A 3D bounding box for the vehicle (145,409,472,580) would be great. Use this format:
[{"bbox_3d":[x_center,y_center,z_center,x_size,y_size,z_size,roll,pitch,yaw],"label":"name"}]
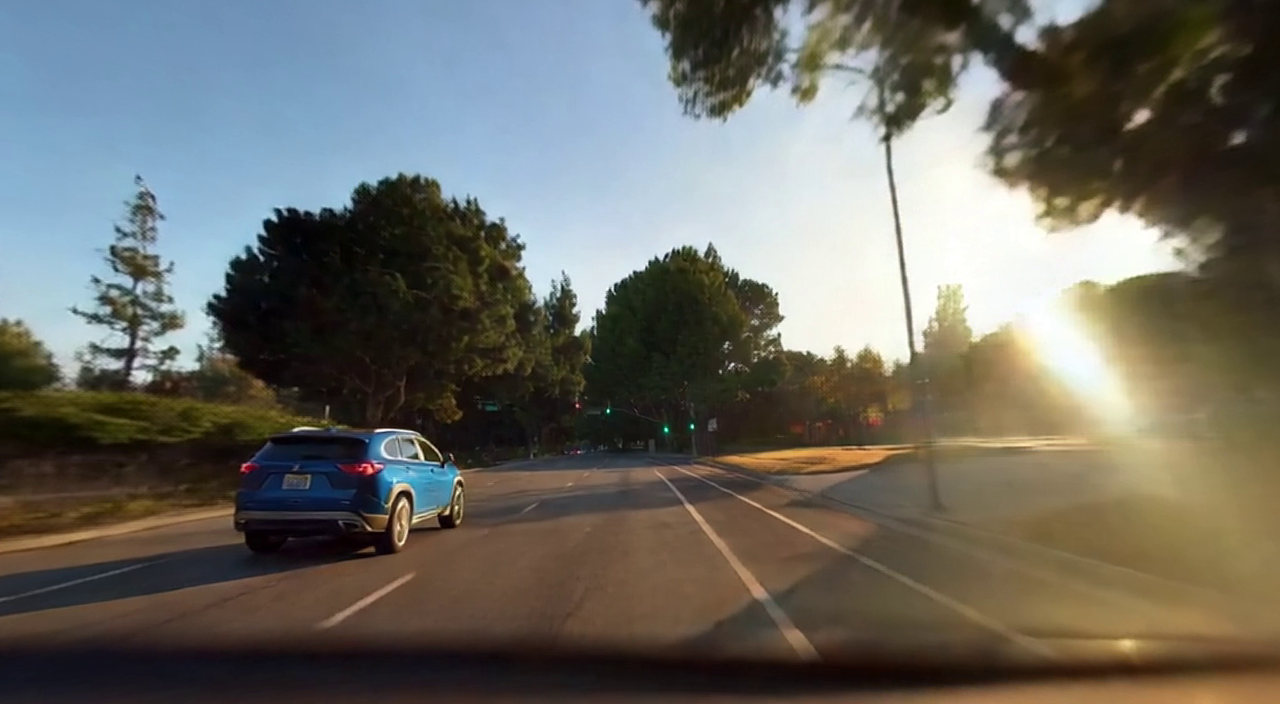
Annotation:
[{"bbox_3d":[-3.993,1.797,8.738,2.121,1.724,4.392,0,-9,0],"label":"vehicle"}]
